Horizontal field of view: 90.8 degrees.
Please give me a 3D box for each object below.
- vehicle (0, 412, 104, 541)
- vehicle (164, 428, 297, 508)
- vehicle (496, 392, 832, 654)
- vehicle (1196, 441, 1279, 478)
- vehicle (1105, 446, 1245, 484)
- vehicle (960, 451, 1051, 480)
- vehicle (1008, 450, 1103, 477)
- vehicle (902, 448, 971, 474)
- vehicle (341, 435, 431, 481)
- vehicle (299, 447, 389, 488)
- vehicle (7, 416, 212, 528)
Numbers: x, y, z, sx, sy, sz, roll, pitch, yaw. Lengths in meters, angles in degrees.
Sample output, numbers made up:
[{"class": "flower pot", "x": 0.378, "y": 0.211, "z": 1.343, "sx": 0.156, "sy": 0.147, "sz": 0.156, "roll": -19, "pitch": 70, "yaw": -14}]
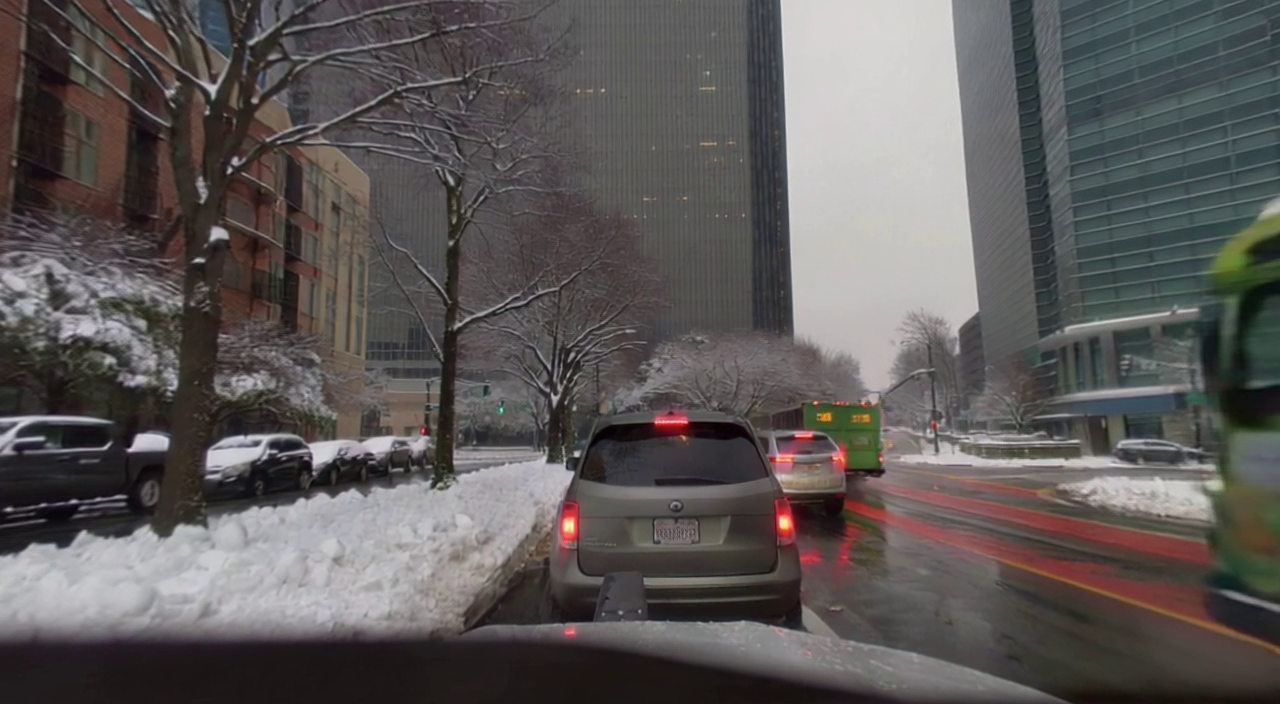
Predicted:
[{"class": "vehicle", "x": -10.499, "y": 1.918, "z": 9.756, "sx": 1.543, "sy": 1.946, "sz": 3.454, "roll": 1, "pitch": -9, "yaw": -6}, {"class": "vehicle", "x": -11.223, "y": 3.163, "z": 17.621, "sx": 1.559, "sy": 1.973, "sz": 3.419, "roll": 1, "pitch": -9, "yaw": -5}, {"class": "vehicle", "x": 0.203, "y": 1.427, "z": 6.292, "sx": 2.192, "sy": 1.695, "sz": 4.142, "roll": 0, "pitch": -8, "yaw": 1}, {"class": "vehicle", "x": 36.604, "y": 6.281, "z": 37.128, "sx": 5.476, "sy": 2.081, "sz": 2.053, "roll": -6, "pitch": -10, "yaw": 33}, {"class": "vehicle", "x": 30.848, "y": 6.507, "z": 36.761, "sx": 5.890, "sy": 1.996, "sz": 2.155, "roll": -6, "pitch": -10, "yaw": 34}, {"class": "vehicle", "x": 23.866, "y": 7.373, "z": 41.301, "sx": 4.956, "sy": 1.706, "sz": 1.822, "roll": -6, "pitch": -10, "yaw": 33}, {"class": "vehicle", "x": 27.980, "y": 7.494, "z": 42.663, "sx": 5.153, "sy": 1.626, "sz": 1.895, "roll": -6, "pitch": -10, "yaw": 33}, {"class": "vehicle", "x": 21.880, "y": 7.995, "z": 46.597, "sx": 4.211, "sy": 1.820, "sz": 2.094, "roll": -6, "pitch": -10, "yaw": 35}, {"class": "vehicle", "x": -12.081, "y": 5.072, "z": 30.579, "sx": 2.338, "sy": 1.963, "sz": 5.740, "roll": 0, "pitch": -9, "yaw": -4}, {"class": "vehicle", "x": -11.584, "y": 4.505, "z": 25.067, "sx": 1.791, "sy": 1.463, "sz": 4.210, "roll": 0, "pitch": -9, "yaw": -4}, {"class": "vehicle", "x": -10.871, "y": 2.444, "z": 13.292, "sx": 1.482, "sy": 2.019, "sz": 3.297, "roll": 0, "pitch": -9, "yaw": -4}]
